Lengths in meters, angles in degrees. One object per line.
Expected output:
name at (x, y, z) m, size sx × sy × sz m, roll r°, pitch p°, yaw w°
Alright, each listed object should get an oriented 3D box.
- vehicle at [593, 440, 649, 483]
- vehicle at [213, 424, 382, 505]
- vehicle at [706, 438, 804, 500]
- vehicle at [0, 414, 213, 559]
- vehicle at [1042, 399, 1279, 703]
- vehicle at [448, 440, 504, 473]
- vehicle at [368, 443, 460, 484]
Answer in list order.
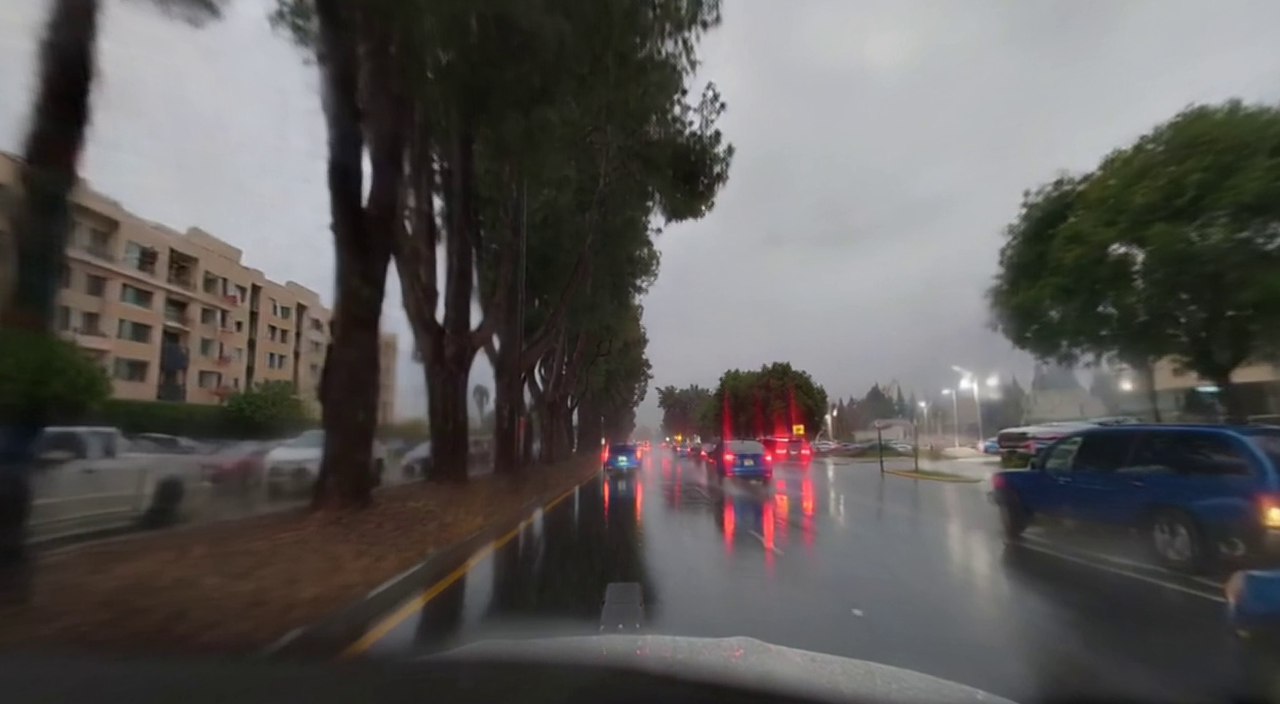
vehicle at (-0.688, 4.173, 24.306) m, size 1.994 × 1.479 × 3.647 m, roll 0°, pitch -9°, yaw -1°
vehicle at (-9.038, 2.996, 17.280) m, size 2.043 × 1.860 × 4.656 m, roll -1°, pitch -8°, yaw -1°
vehicle at (3.017, 3.146, 17.422) m, size 1.852 × 1.498 × 3.825 m, roll 0°, pitch -9°, yaw -2°
vehicle at (-8.888, 1.844, 8.983) m, size 2.145 × 1.747 × 5.014 m, roll -1°, pitch -8°, yaw 0°
vehicle at (3.352, 0.754, 1.255) m, size 2.021 × 1.471 × 4.666 m, roll 0°, pitch -9°, yaw 0°
vehicle at (-9.098, 5.817, 35.448) m, size 2.019 × 1.668 × 4.433 m, roll -1°, pitch -8°, yaw 0°
vehicle at (-9.115, 4.524, 25.977) m, size 2.148 × 1.473 × 4.709 m, roll 0°, pitch -9°, yaw -1°
